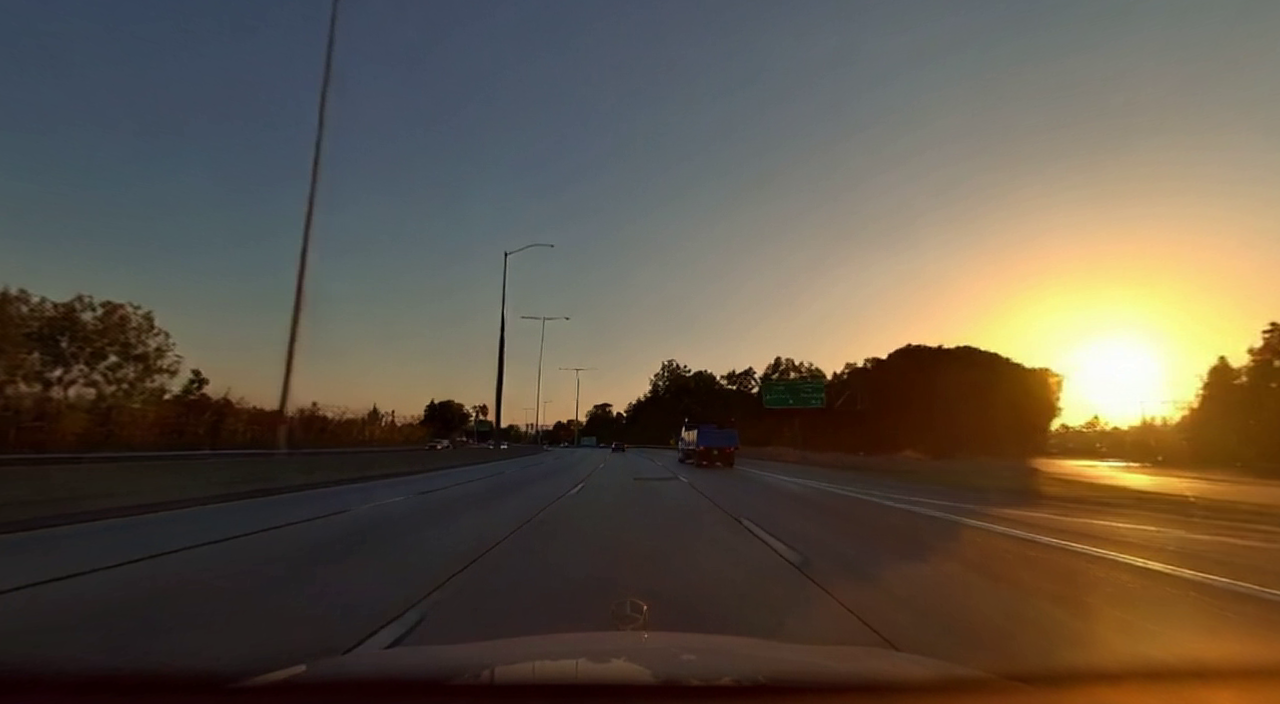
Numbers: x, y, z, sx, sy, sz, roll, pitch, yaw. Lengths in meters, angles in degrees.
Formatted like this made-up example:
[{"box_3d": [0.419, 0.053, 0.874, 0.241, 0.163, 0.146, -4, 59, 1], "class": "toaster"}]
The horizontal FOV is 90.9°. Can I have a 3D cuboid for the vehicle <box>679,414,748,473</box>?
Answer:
[{"box_3d": [3.359, 4.374, 30.200, 2.430, 2.495, 6.062, 0, -8, -1], "class": "vehicle"}]
